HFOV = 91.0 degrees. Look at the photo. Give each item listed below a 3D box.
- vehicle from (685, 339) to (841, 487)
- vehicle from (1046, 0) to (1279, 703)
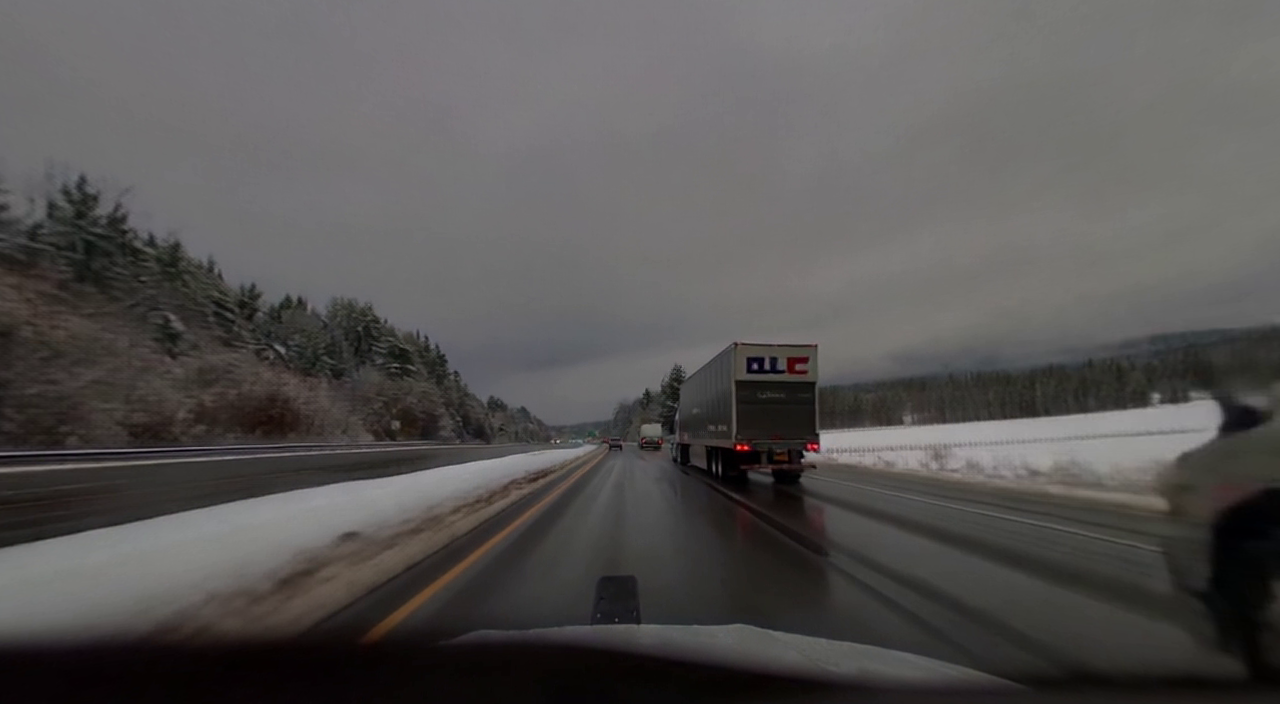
[{"bbox_3d":[3.867,2.637,24.461,2.871,4.072,14.183,0,-8,-1],"label":"vehicle"},{"bbox_3d":[3.882,-0.578,0.390,3.029,3.947,5.924,0,-8,-1],"label":"vehicle"}]
